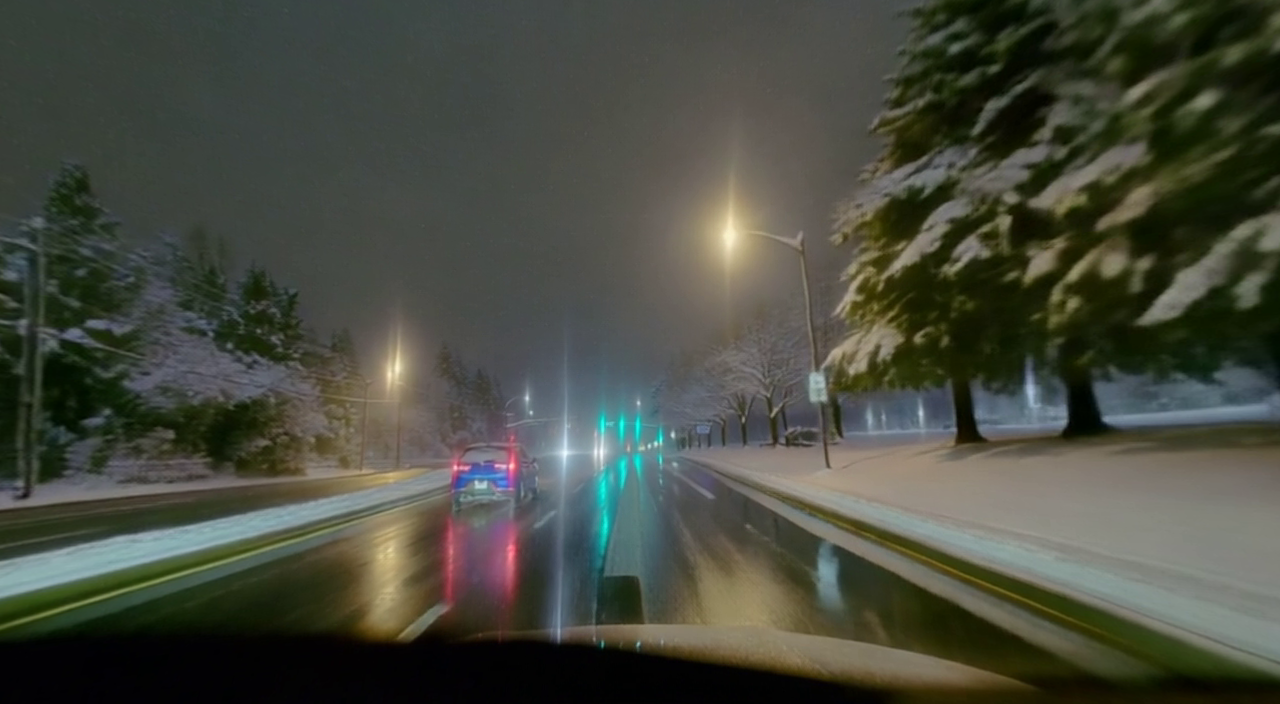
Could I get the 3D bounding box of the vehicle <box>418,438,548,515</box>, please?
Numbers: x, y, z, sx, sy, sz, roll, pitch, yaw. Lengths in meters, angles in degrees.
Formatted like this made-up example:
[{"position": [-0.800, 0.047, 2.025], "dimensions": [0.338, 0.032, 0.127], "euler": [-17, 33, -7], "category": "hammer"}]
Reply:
[{"position": [-3.367, 2.740, 14.426], "dimensions": [1.964, 1.472, 4.078], "euler": [0, -8, -1], "category": "vehicle"}]
